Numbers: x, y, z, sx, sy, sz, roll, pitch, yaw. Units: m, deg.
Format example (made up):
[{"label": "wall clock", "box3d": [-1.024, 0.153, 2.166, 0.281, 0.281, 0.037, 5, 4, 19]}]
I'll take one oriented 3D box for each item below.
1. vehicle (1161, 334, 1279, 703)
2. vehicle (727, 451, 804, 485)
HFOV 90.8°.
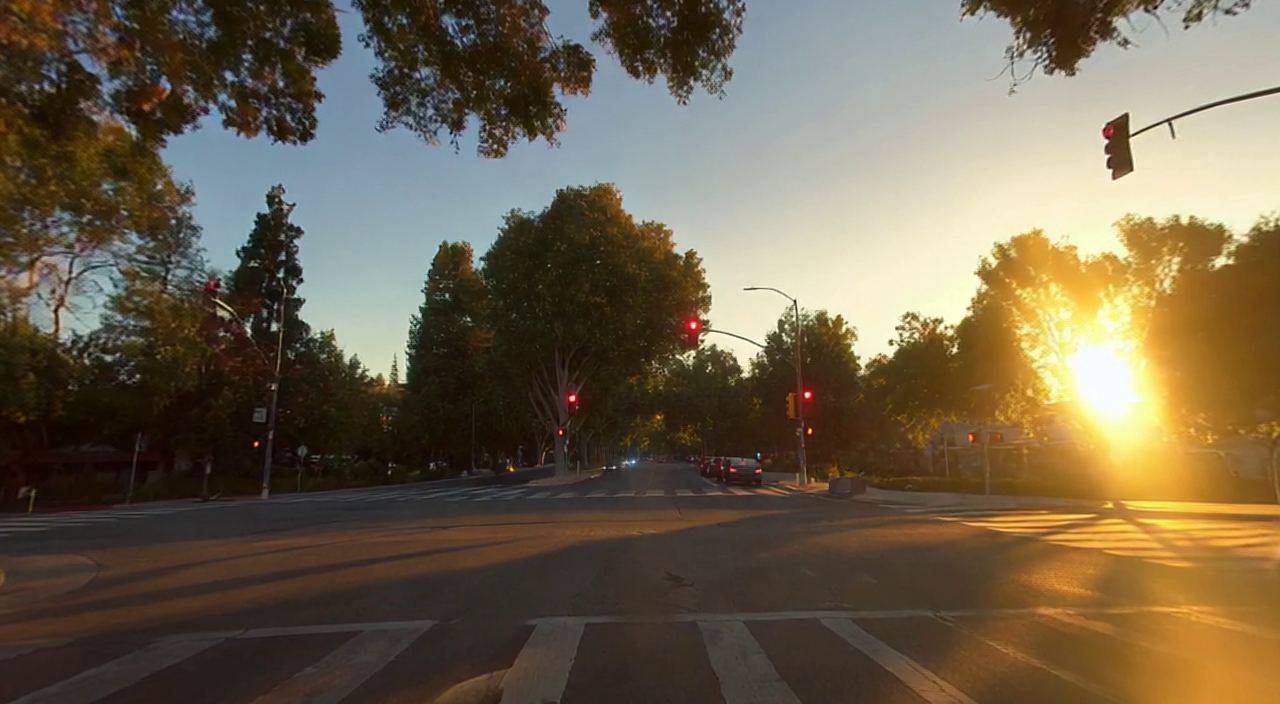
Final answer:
[{"label": "vehicle", "box3d": [3.244, 0.473, 0.116, 2.140, 1.655, 4.786, 0, -9, -1]}, {"label": "vehicle", "box3d": [8.836, 8.241, 45.431, 2.771, 2.214, 7.159, 2, -9, -12]}]
